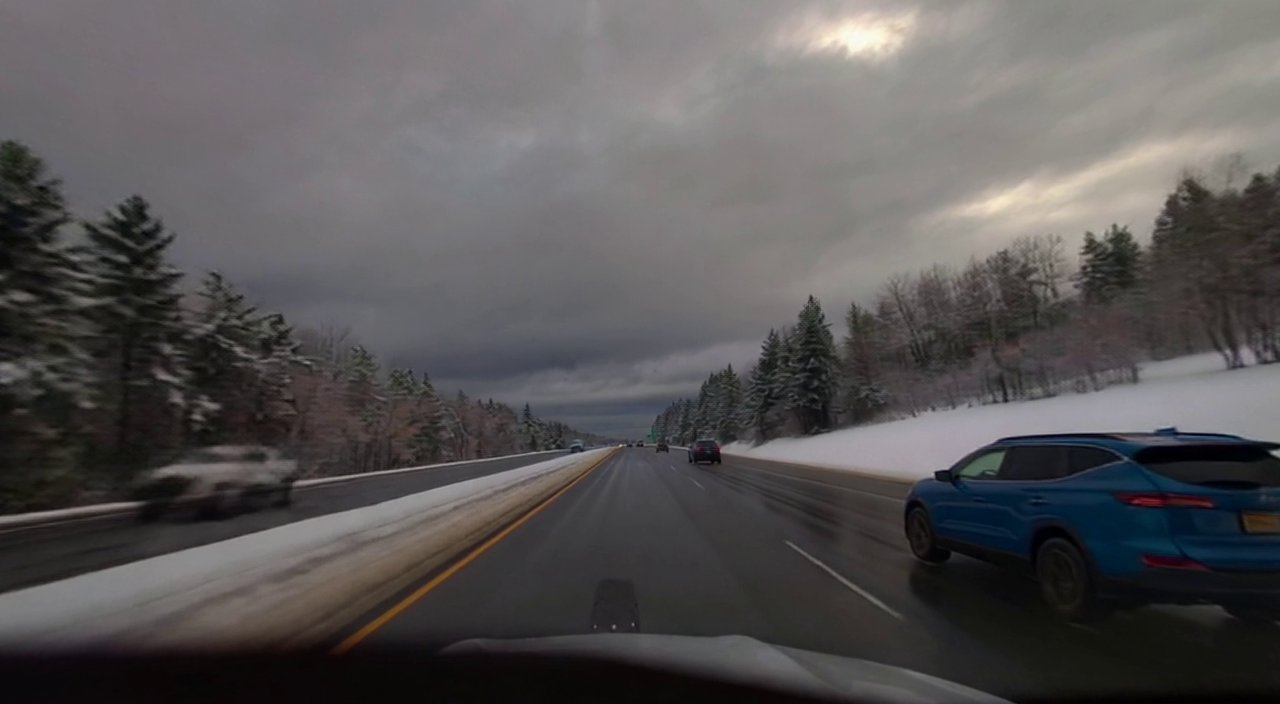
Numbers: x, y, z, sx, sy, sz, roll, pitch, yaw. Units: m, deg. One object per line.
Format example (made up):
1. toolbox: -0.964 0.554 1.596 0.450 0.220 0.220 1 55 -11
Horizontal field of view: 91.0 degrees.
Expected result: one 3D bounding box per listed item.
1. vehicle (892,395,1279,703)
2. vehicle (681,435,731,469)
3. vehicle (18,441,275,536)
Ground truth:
1. vehicle: 3.828 1.216 4.764 1.999 1.501 4.221 0 -8 -1
2. vehicle: 3.435 5.265 33.471 2.043 1.673 4.016 0 -8 -2
3. vehicle: -10.983 3.003 14.627 2.323 1.799 4.546 0 -8 -1
